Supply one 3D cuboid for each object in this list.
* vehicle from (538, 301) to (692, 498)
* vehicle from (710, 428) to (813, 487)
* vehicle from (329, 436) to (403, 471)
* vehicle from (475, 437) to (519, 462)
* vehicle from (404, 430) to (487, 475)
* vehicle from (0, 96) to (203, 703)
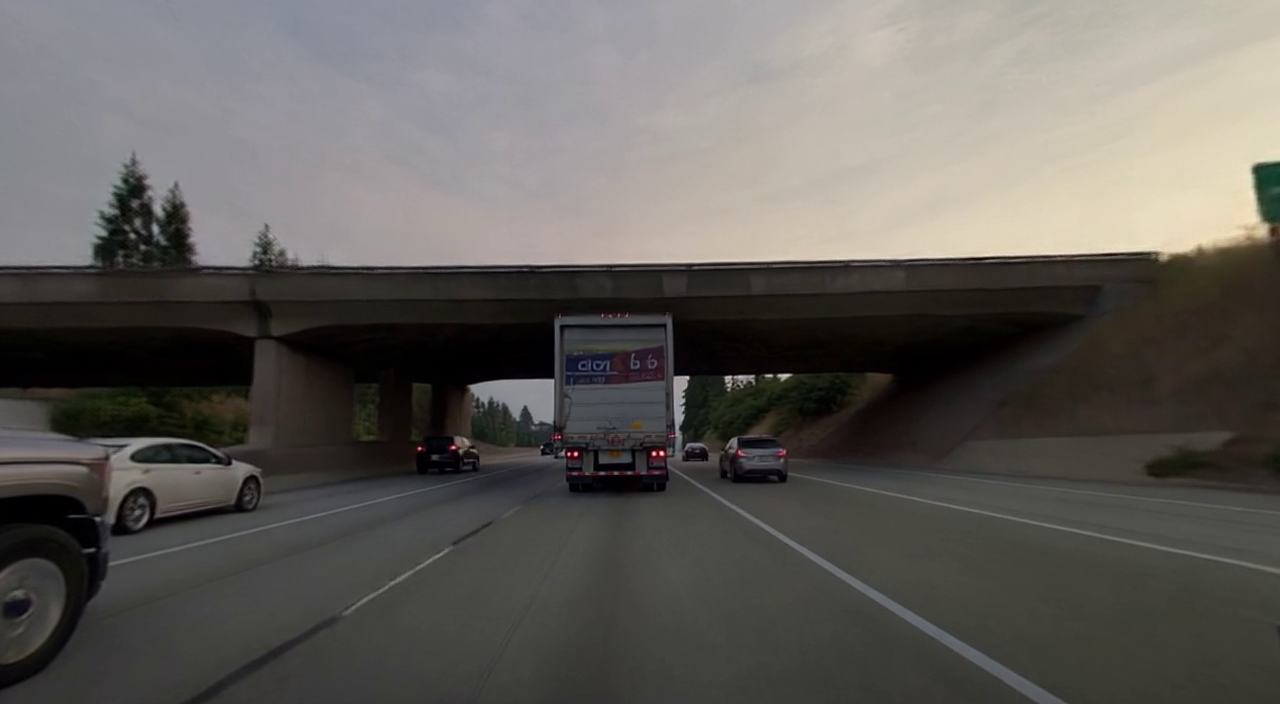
[{"bbox_3d":[-0.715,1.551,17.070,2.911,3.787,9.905,0,-8,-3],"label":"vehicle"},{"bbox_3d":[3.466,3.101,18.927,2.003,1.519,4.580,0,-8,-3],"label":"vehicle"},{"bbox_3d":[-16.564,6.122,38.324,2.198,1.938,5.197,0,-8,-1],"label":"vehicle"},{"bbox_3d":[-8.814,6.031,39.054,1.845,1.488,3.656,0,-8,0],"label":"vehicle"},{"bbox_3d":[-8.018,4.168,26.373,2.057,1.698,4.550,0,-8,-1],"label":"vehicle"},{"bbox_3d":[-3.677,0.120,0.504,2.660,2.637,5.634,0,-8,-2],"label":"vehicle"}]
